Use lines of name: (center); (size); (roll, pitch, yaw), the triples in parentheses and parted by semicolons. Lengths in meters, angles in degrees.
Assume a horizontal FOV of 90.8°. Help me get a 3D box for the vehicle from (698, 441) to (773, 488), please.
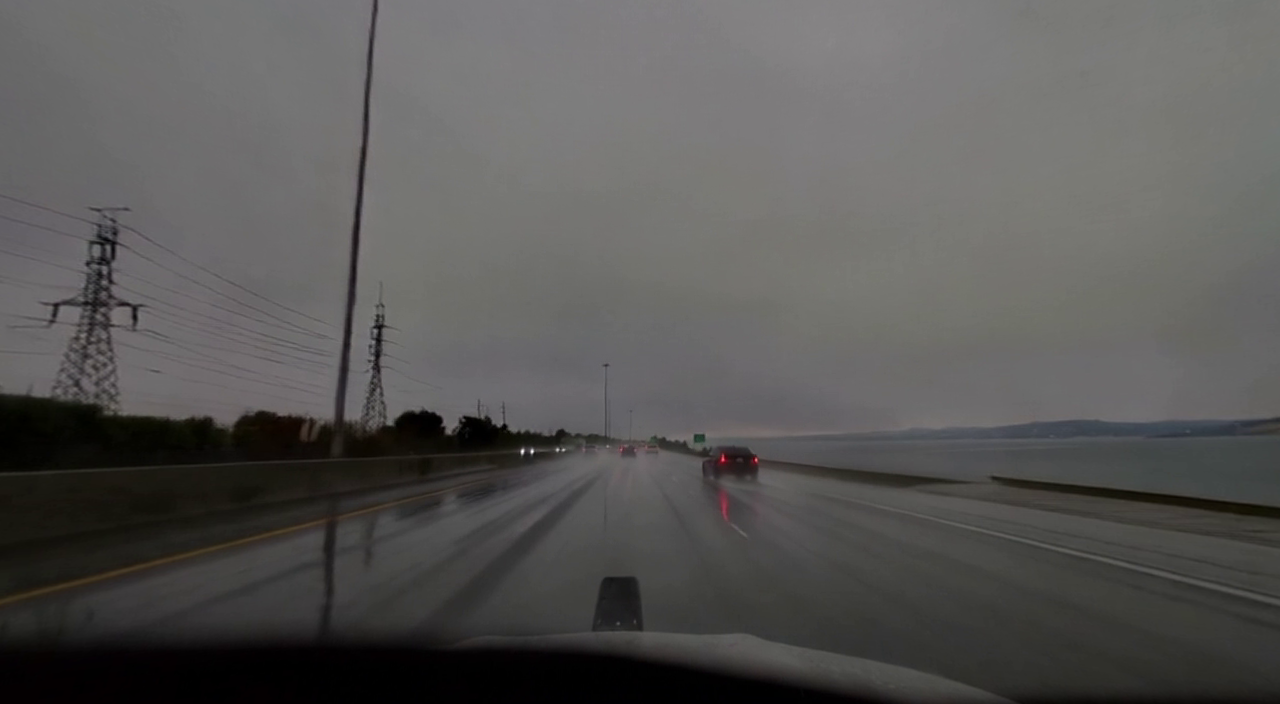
vehicle: (3.267, 3.967, 22.574); (1.890, 1.490, 4.373); (0, -8, -1)
